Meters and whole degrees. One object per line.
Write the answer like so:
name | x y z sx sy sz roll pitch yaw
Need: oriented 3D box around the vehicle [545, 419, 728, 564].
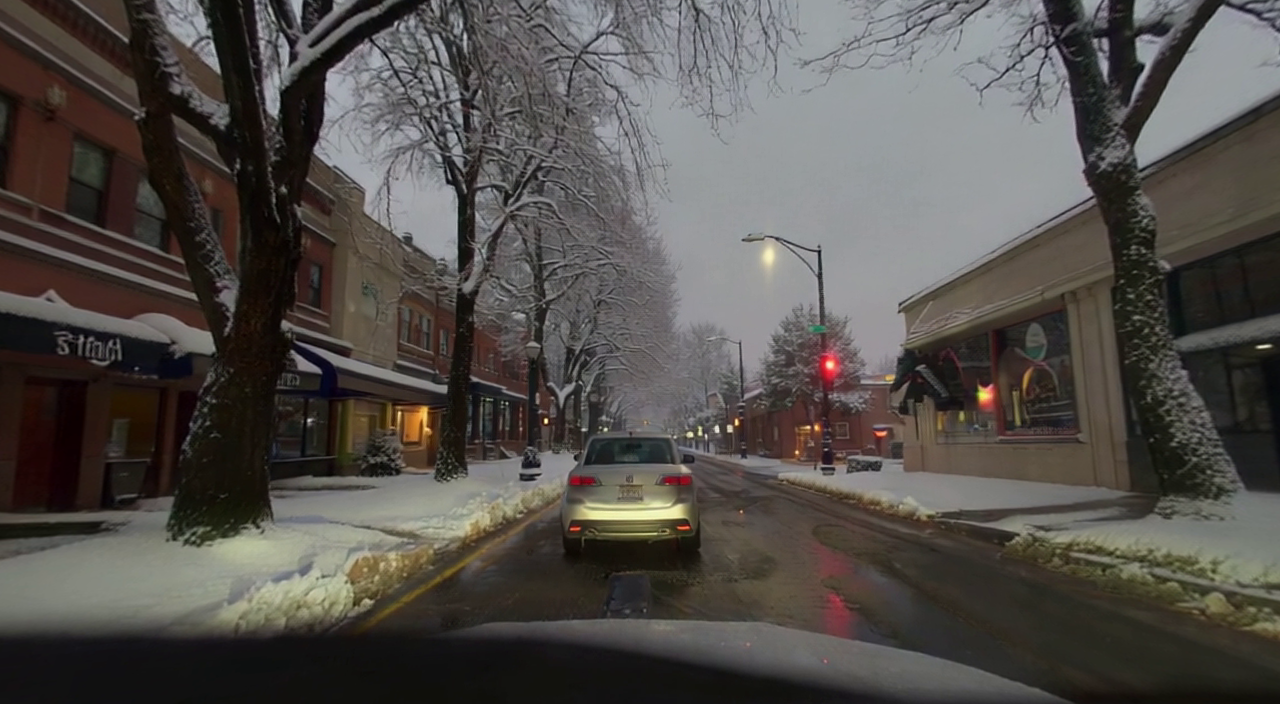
vehicle | -0.083 1.873 9.147 2.079 1.621 3.861 0 -8 -1

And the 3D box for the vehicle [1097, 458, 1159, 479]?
vehicle | 36.980 8.819 47.798 3.445 1.363 1.608 2 -8 -1

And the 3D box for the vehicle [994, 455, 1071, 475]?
vehicle | 29.783 8.584 47.918 4.668 1.441 1.904 1 -9 -6
